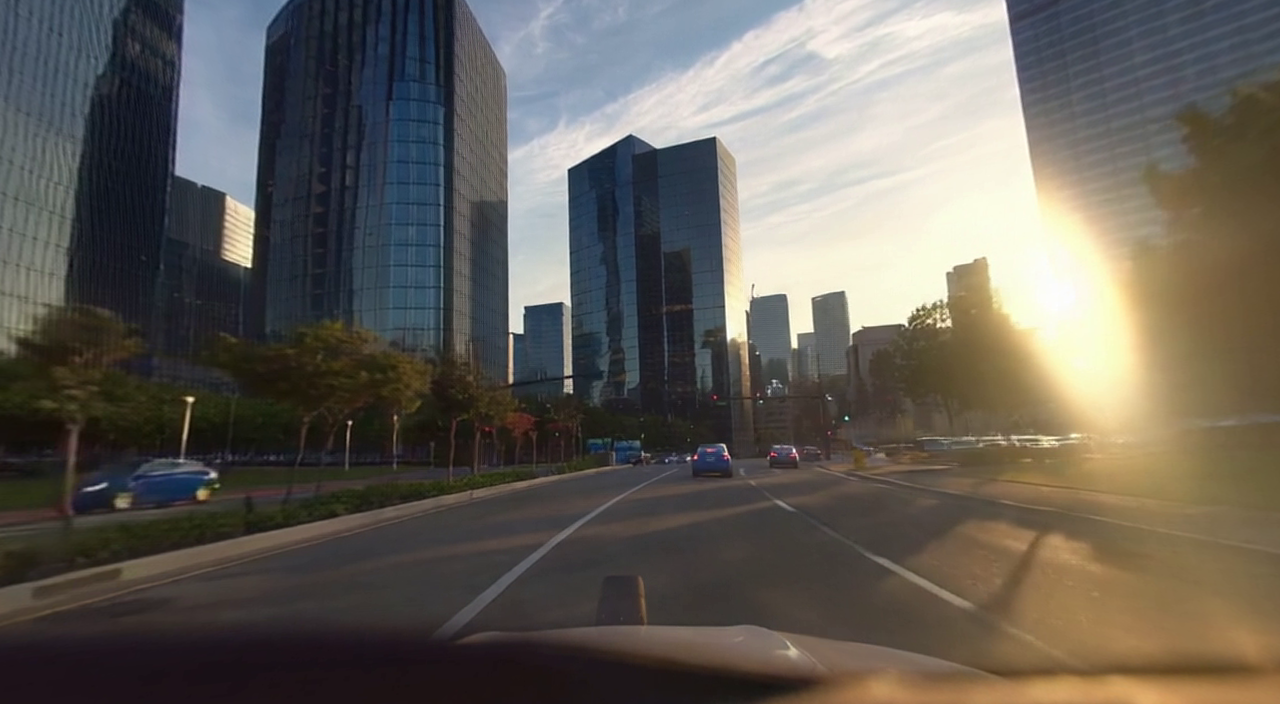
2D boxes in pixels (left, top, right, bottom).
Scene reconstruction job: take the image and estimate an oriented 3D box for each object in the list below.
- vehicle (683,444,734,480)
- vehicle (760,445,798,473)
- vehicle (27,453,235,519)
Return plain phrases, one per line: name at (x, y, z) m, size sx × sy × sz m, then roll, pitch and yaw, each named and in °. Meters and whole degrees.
vehicle at (3.160, 4.975, 28.607) m, size 2.127 × 1.497 × 4.020 m, roll -1°, pitch -9°, yaw 8°
vehicle at (8.005, 6.166, 36.550) m, size 1.916 × 1.492 × 3.911 m, roll -2°, pitch -9°, yaw 9°
vehicle at (-14.644, 3.822, 18.572) m, size 1.926 × 1.619 × 4.649 m, roll -1°, pitch -9°, yaw 6°
